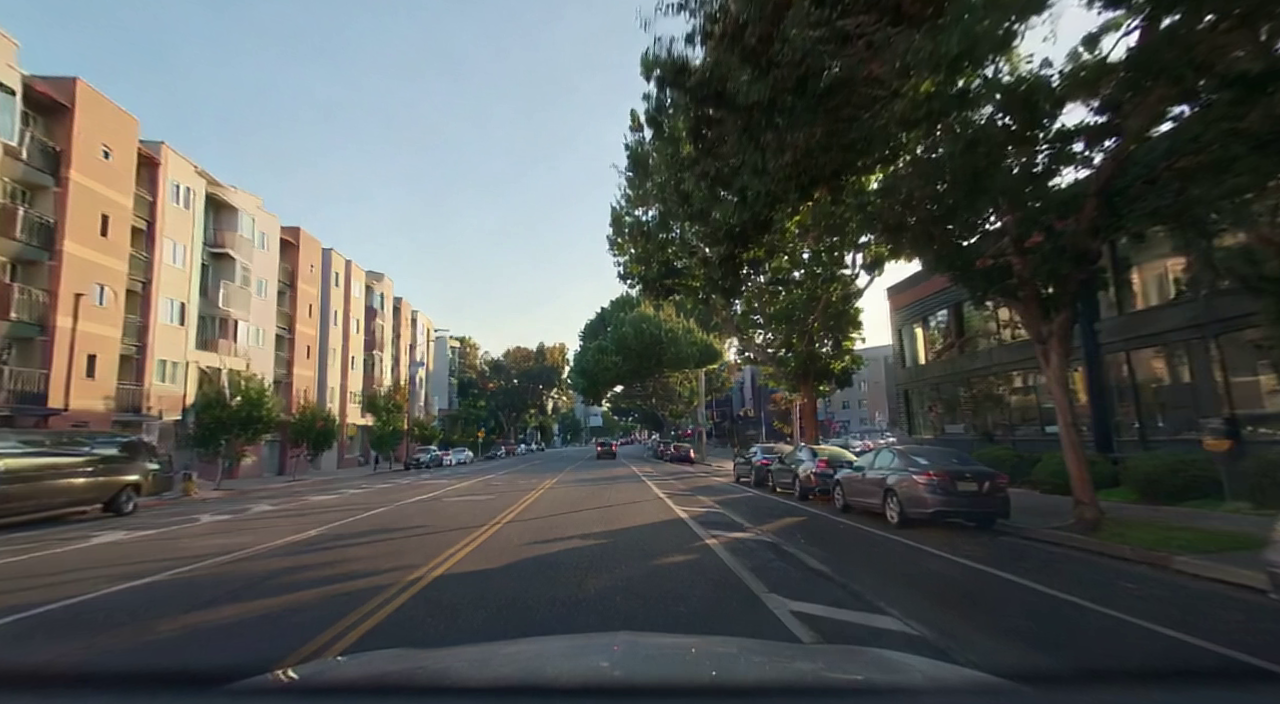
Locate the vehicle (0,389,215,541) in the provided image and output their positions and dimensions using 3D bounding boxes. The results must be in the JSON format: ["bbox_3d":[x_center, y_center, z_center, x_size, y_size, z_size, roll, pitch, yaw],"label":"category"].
[{"bbox_3d":[-13.110,2.239,12.727,2.917,2.739,9.335,0,-8,-2],"label":"vehicle"}]

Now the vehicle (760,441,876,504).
[{"bbox_3d":[4.665,3.189,17.242,1.797,1.486,4.154,0,-8,-2],"label":"vehicle"}]

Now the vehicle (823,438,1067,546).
[{"bbox_3d":[4.999,2.330,11.313,2.049,1.507,4.585,0,-8,-1],"label":"vehicle"}]

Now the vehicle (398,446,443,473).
[{"bbox_3d":[-14.883,7.308,43.096,1.908,1.694,4.306,1,-8,-6],"label":"vehicle"}]

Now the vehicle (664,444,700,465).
[{"bbox_3d":[3.038,7.500,46.281,2.085,1.466,4.276,1,-8,-3],"label":"vehicle"}]
